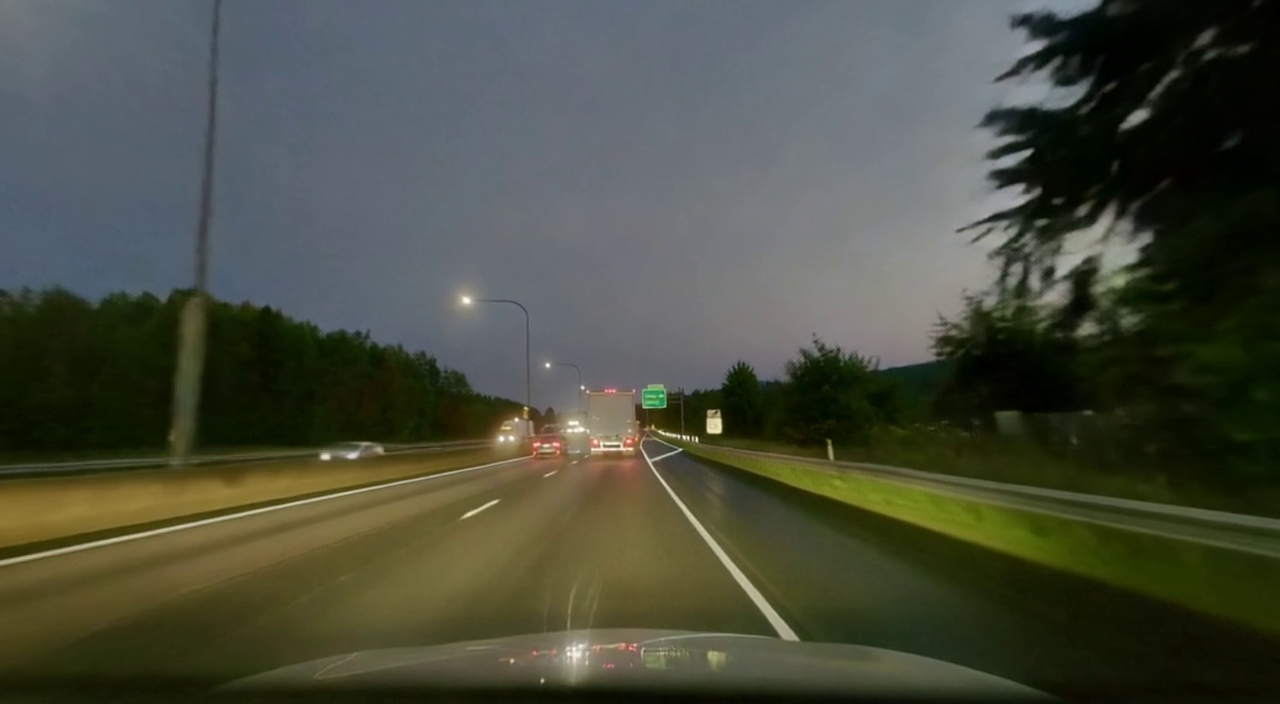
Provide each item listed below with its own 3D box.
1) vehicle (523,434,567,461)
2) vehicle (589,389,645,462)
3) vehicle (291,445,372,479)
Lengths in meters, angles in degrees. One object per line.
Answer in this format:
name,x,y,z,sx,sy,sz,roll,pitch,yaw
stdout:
vehicle,-5.415,5.495,36.421,1.931,1.479,4.083,0,-8,-1
vehicle,-1.306,4.334,36.668,2.855,3.741,8.587,0,-8,-2
vehicle,-14.478,5.149,29.860,1.827,1.433,4.096,0,-8,-1
